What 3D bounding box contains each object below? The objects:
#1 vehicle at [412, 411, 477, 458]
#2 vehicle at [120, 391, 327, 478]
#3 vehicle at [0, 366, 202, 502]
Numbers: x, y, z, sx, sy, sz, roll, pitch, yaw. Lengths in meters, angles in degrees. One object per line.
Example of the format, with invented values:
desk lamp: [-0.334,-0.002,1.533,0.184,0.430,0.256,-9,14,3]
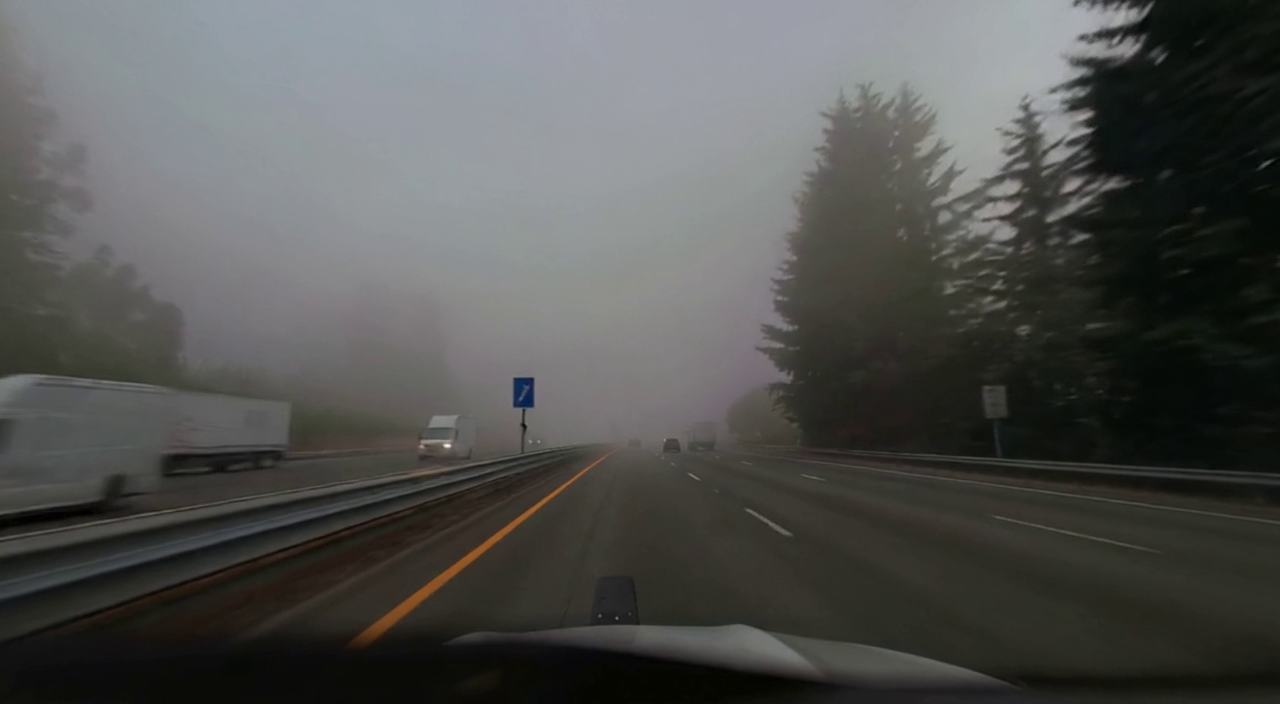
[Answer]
vehicle: [-12.882,5.501,42.047,2.310,2.895,6.410,0,-8,0]
vehicle: [-17.271,3.593,27.329,2.699,3.101,9.300,0,-8,-1]
vehicle: [-12.740,1.706,13.033,2.205,2.451,7.175,0,-8,0]
